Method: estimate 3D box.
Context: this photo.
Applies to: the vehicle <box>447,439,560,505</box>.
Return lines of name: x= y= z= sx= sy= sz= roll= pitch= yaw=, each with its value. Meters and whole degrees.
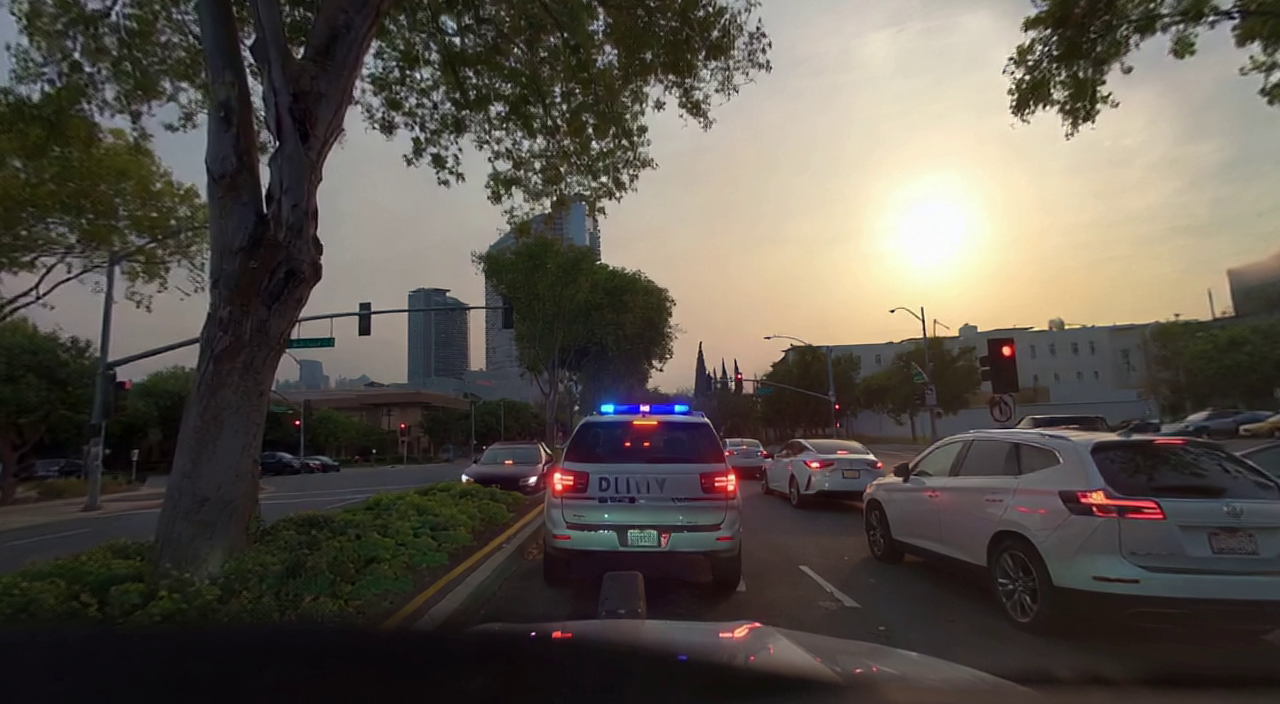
vehicle: x=-3.305 y=2.987 z=16.214 sx=1.913 sy=1.464 sz=4.276 roll=0 pitch=-8 yaw=0

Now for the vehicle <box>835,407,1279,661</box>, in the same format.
vehicle: x=3.643 y=1.408 z=6.068 sx=1.995 sy=1.483 sz=4.533 roll=0 pitch=-8 yaw=-1

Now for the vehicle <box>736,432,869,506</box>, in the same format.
vehicle: x=3.646 y=2.706 z=15.054 sx=1.940 sy=1.474 sz=4.234 roll=0 pitch=-8 yaw=-1

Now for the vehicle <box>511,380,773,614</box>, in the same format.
vehicle: x=-0.033 y=1.456 z=7.270 sx=2.038 sy=1.819 sz=4.505 roll=0 pitch=-8 yaw=-1
